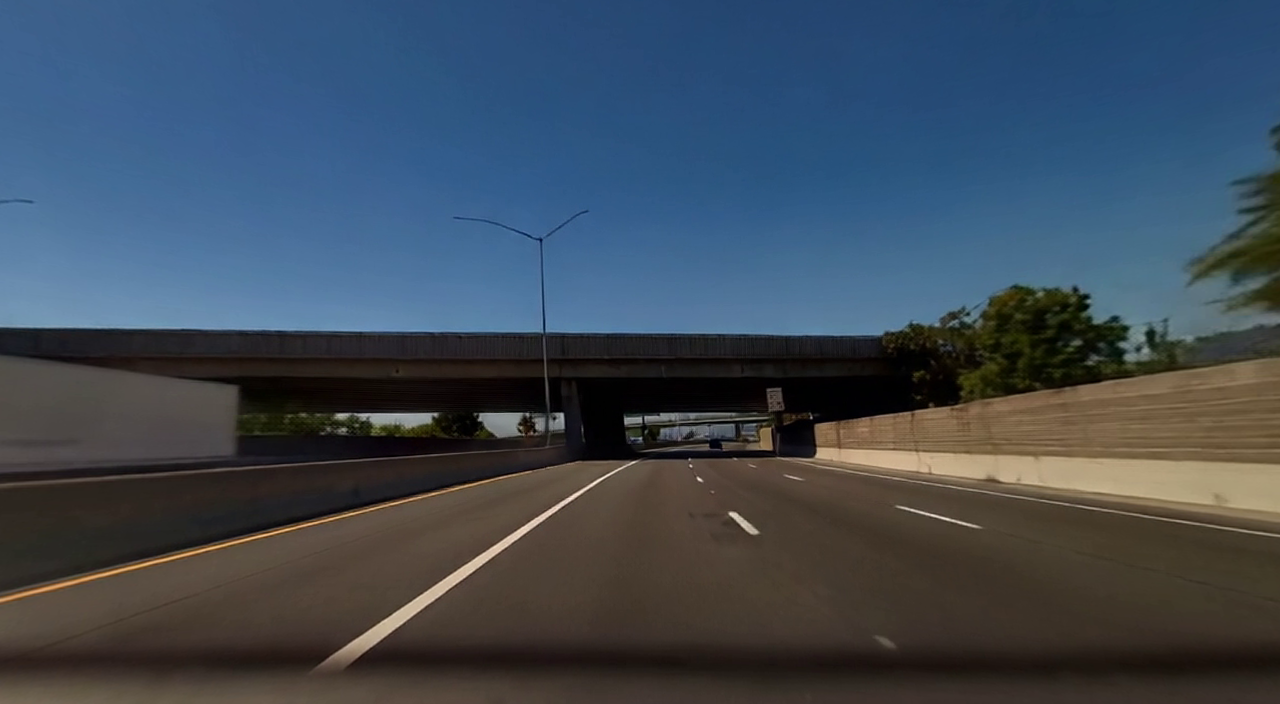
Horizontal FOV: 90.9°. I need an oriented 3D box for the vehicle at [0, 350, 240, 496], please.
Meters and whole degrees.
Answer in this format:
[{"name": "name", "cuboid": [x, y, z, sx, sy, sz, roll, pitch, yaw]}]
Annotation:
[{"name": "vehicle", "cuboid": [-19.022, 2.040, 17.919, 2.915, 3.953, 18.794, 0, -8, 1]}]
